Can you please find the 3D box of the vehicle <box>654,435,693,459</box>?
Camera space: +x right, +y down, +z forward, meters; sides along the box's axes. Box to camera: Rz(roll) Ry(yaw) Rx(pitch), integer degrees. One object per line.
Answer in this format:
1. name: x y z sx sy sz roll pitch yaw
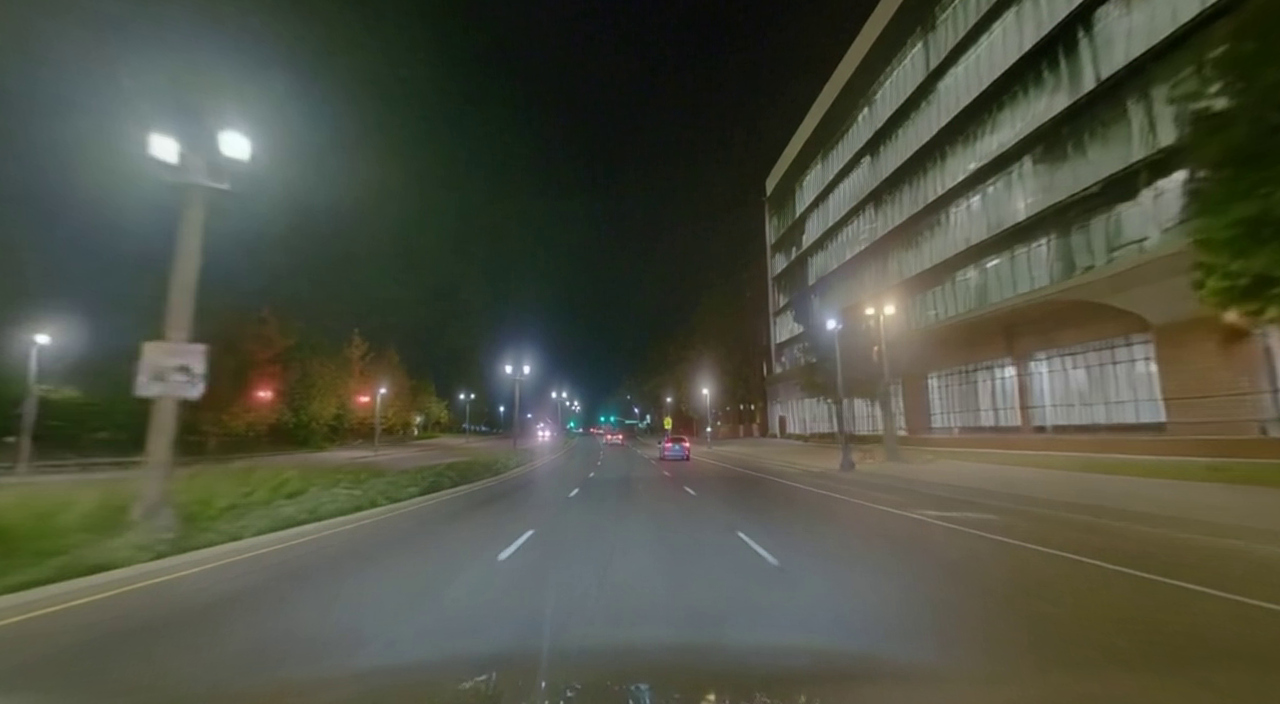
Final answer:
1. vehicle: 2.149 6.243 41.510 2.090 1.506 4.382 0 -8 -3
